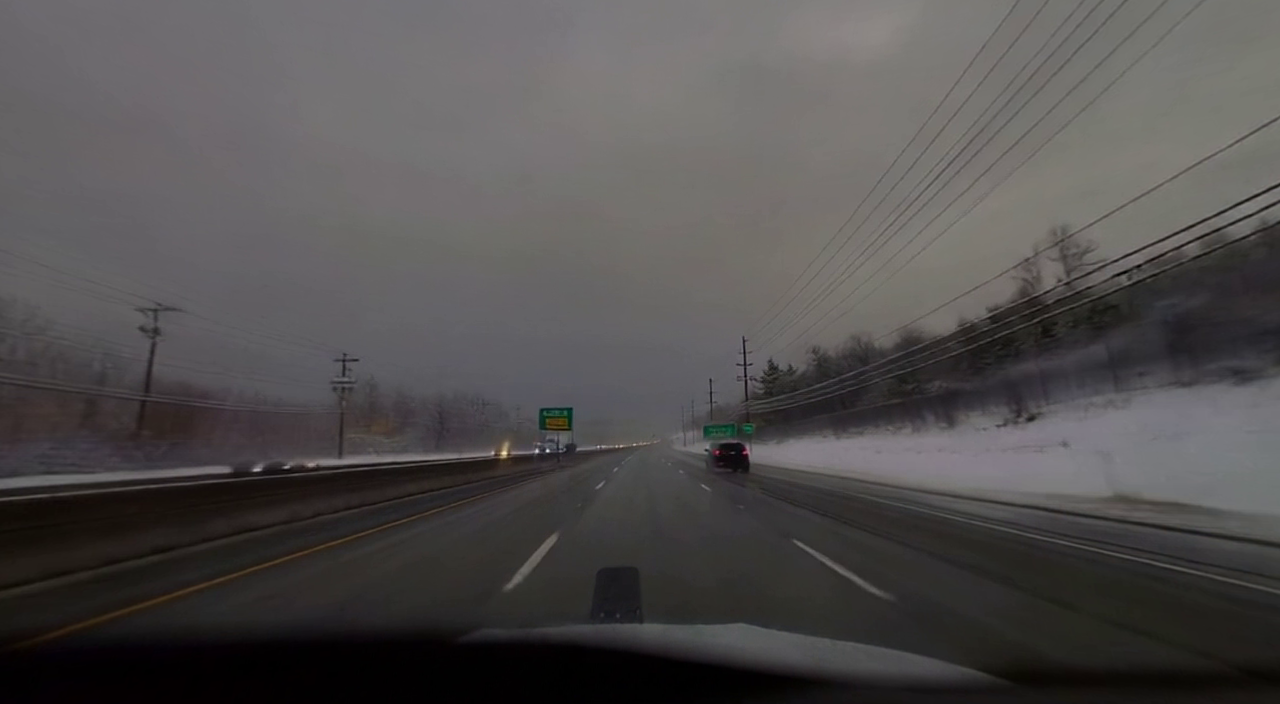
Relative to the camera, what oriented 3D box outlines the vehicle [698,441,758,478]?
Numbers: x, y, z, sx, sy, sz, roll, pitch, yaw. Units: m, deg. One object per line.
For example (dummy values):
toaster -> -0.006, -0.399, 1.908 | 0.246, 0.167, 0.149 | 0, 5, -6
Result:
vehicle -> 3.955, 4.926, 28.908 | 2.054, 1.565, 4.089 | 0, -9, -1
